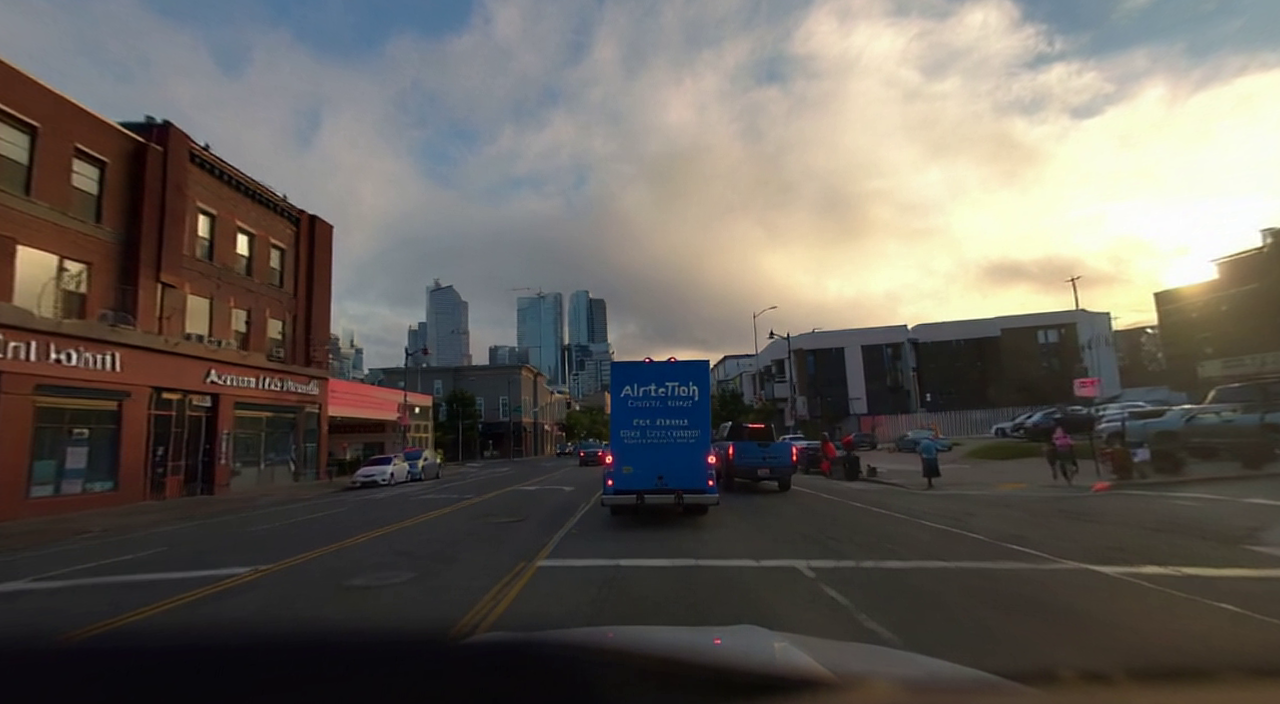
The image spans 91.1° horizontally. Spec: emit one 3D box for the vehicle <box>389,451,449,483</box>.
[{"bbox_3d":[-13.103,6.812,37.500,1.943,1.682,4.365,0,-8,0],"label":"vehicle"}]

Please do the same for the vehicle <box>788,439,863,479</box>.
[{"bbox_3d":[7.791,4.539,26.819,1.951,1.548,4.290,0,-9,1],"label":"vehicle"}]

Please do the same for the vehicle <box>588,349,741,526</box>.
[{"bbox_3d":[0.293,1.847,13.539,2.517,2.926,6.177,0,-9,-2],"label":"vehicle"}]

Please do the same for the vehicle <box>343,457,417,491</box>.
[{"bbox_3d":[-13.256,6.234,32.294,1.901,1.508,4.405,0,-8,0],"label":"vehicle"}]

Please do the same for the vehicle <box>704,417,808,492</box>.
[{"bbox_3d":[3.500,3.261,20.162,2.346,2.062,5.236,0,-8,0],"label":"vehicle"}]

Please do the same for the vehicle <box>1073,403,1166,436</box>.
[{"bbox_3d":[26.031,3.739,34.251,1.811,1.623,3.921,1,-9,-3],"label":"vehicle"}]
